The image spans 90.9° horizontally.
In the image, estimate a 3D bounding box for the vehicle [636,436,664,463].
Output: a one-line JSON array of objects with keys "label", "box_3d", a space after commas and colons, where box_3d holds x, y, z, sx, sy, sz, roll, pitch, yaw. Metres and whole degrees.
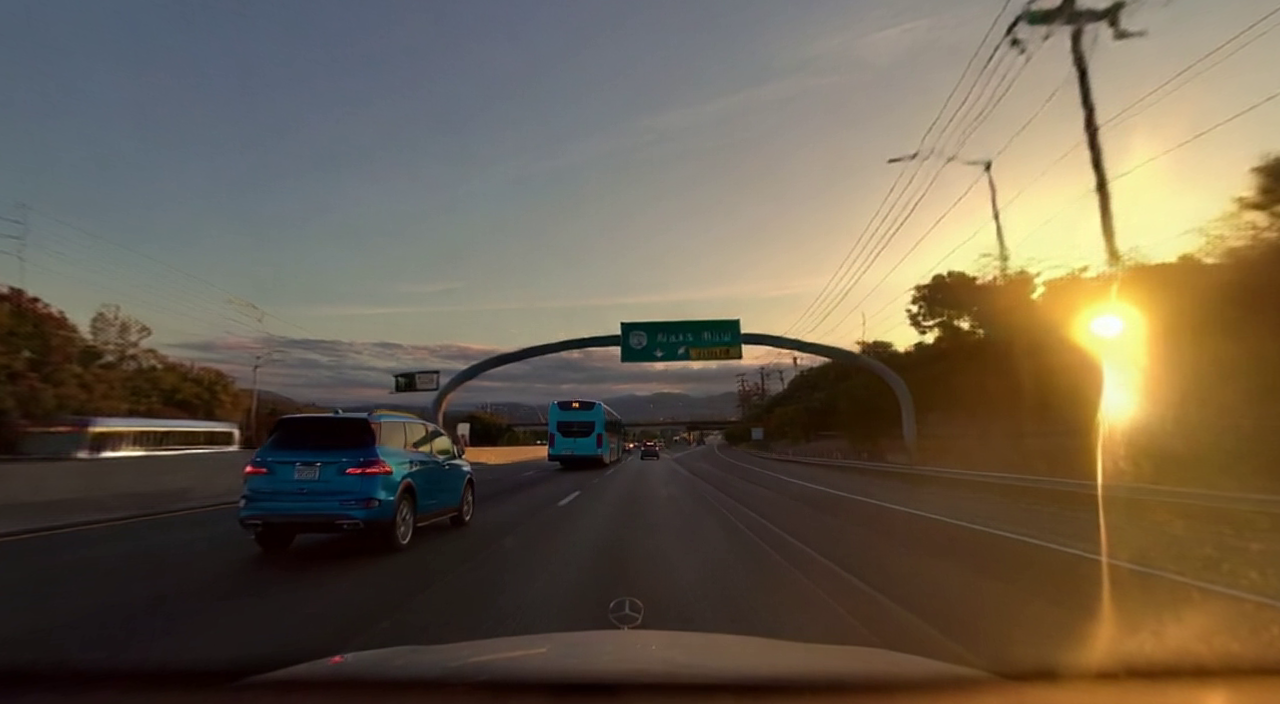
[{"label": "vehicle", "box_3d": [0.742, 7.704, 49.981, 2.083, 2.001, 4.782, 0, -9, 0]}]

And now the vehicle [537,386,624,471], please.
[{"label": "vehicle", "box_3d": [-2.794, 4.358, 34.022, 3.382, 3.712, 11.766, 1, -9, 1]}]

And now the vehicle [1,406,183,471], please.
[{"label": "vehicle", "box_3d": [-32.227, 5.227, 37.735, 3.549, 3.429, 7.908, 0, -9, 1]}]

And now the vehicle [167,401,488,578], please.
[{"label": "vehicle", "box_3d": [-3.601, 1.670, 8.383, 2.021, 1.730, 4.223, 0, -9, 1]}]
